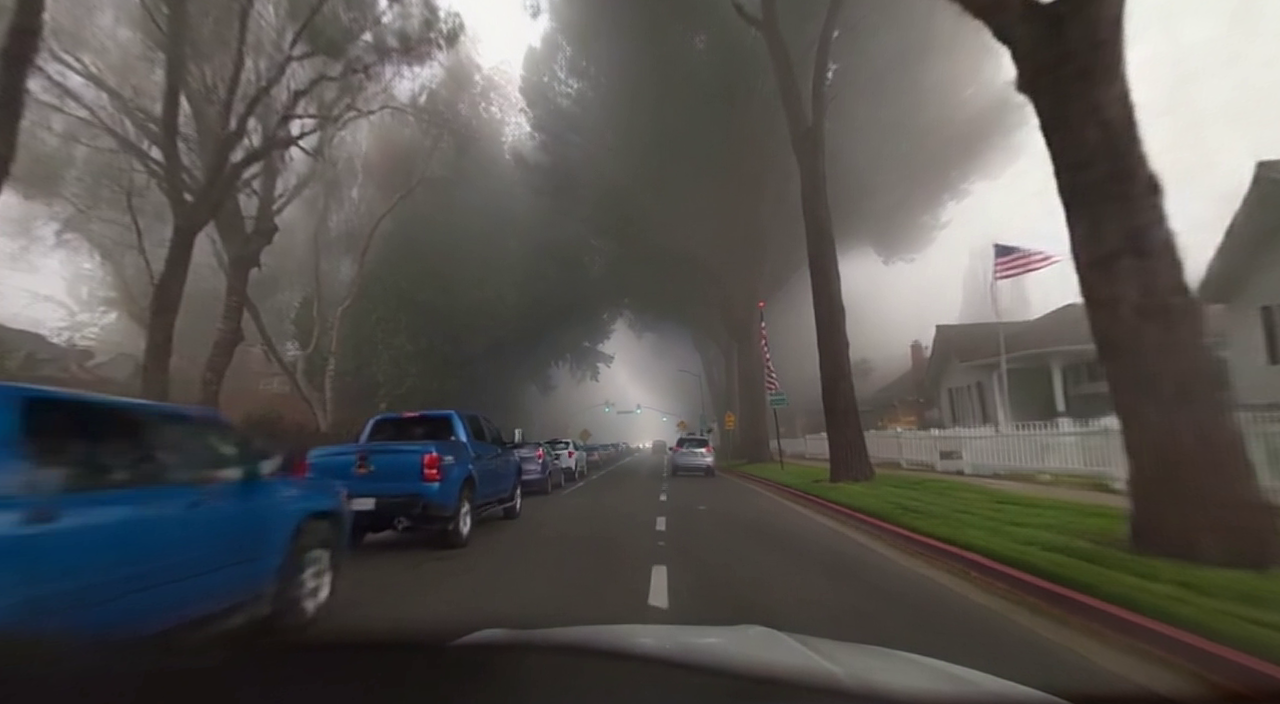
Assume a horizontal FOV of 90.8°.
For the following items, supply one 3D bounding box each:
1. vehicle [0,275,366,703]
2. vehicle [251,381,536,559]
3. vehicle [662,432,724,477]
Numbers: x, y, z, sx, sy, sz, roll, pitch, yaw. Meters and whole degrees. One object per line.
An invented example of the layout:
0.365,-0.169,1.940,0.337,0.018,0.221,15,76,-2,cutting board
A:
-3.487,0.764,2.752,2.404,1.900,4.770,0,-9,0,vehicle
-3.302,1.758,10.041,2.405,2.058,5.193,0,-9,0,vehicle
2.068,4.207,26.153,2.258,1.682,4.635,0,-9,1,vehicle
